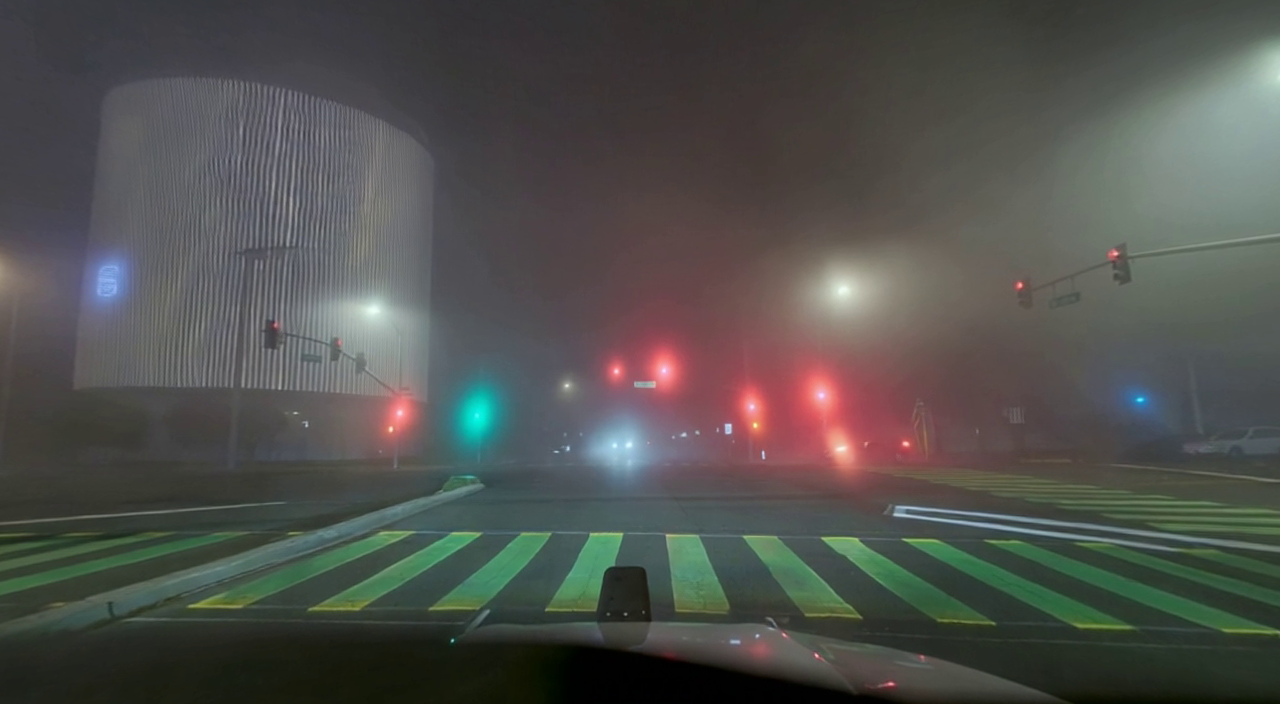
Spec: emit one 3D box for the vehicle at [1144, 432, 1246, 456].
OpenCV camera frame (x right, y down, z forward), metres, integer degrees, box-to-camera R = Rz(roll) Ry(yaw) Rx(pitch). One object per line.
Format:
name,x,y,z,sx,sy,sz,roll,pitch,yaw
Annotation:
vehicle,36.188,6.020,41.183,4.767,1.456,1.858,-1,-8,3

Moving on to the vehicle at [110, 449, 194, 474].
vehicle,-33.050,7.406,42.760,4.136,1.661,1.857,0,-8,1

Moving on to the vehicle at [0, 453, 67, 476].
vehicle,-41.639,7.639,42.776,3.698,1.467,1.779,0,-8,1

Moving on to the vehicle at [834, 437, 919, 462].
vehicle,14.550,6.037,39.049,4.529,1.457,1.981,-1,-9,7
